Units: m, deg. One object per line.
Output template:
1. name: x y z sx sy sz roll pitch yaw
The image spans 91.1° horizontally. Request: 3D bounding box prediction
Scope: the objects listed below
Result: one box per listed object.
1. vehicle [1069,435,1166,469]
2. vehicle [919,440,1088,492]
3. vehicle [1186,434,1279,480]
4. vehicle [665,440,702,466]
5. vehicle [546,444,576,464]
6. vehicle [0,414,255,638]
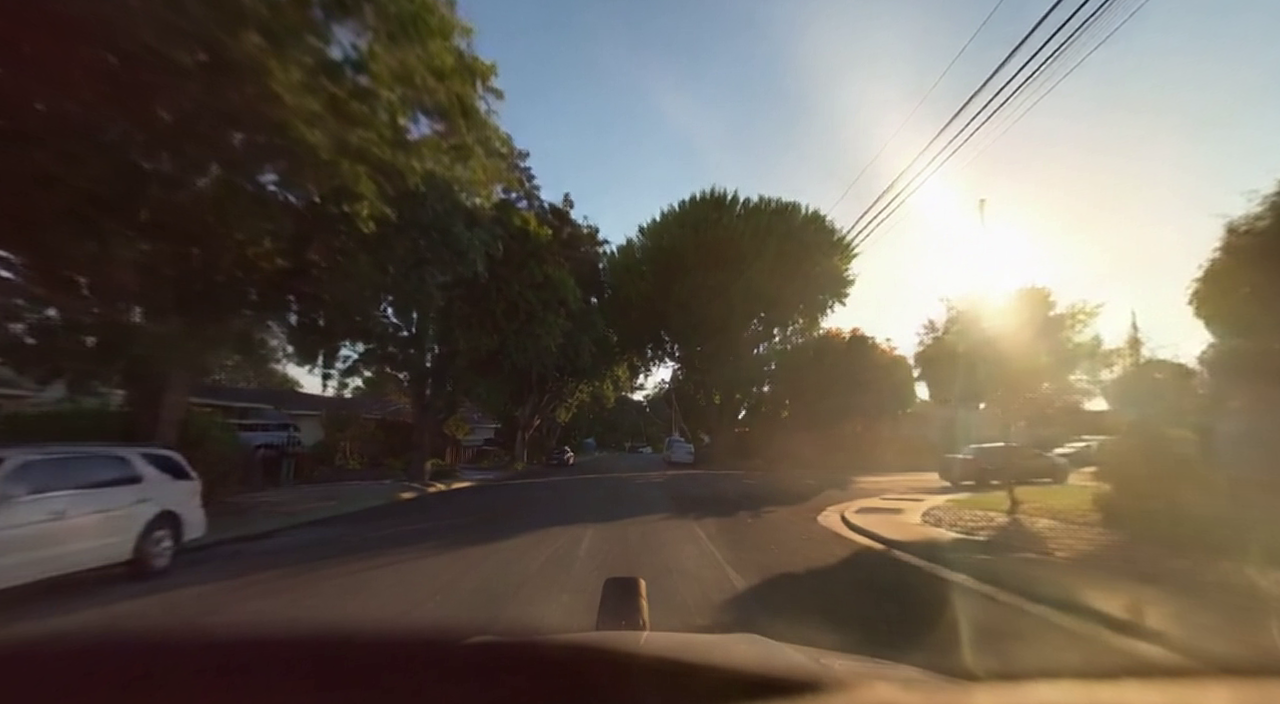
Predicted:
1. vehicle: 27.308 5.699 35.900 4.674 1.831 2.139 3 -10 -22
2. vehicle: 12.537 3.914 21.832 4.708 1.527 2.113 0 -8 -10
3. vehicle: 24.431 4.166 25.044 4.304 1.710 1.936 3 -9 -20
4. vehicle: 3.042 7.232 44.914 2.140 1.749 4.369 1 -9 -3
5. vehicle: -6.148 8.010 49.375 1.947 1.557 3.900 0 -9 -2
6. vehicle: -6.011 1.518 5.902 1.998 1.742 4.210 0 -9 1
